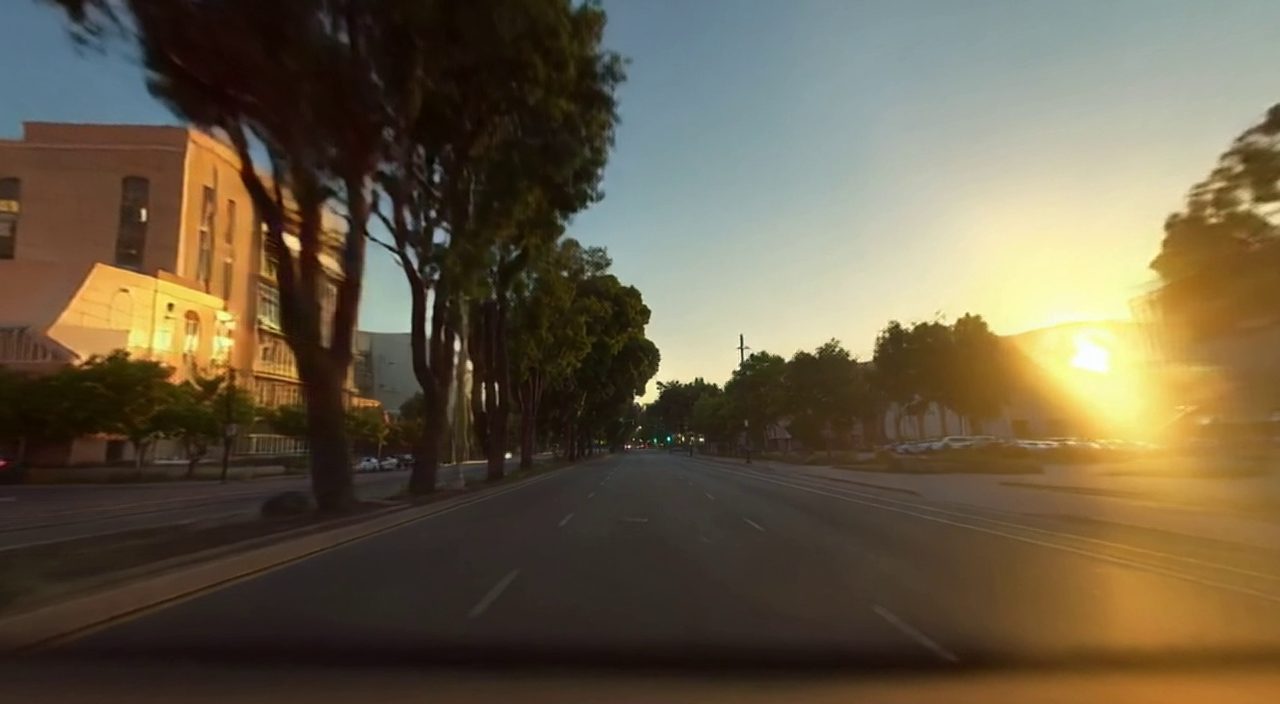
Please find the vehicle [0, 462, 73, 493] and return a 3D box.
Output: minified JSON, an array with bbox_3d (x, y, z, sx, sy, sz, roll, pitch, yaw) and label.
[{"bbox_3d":[-31.979,6.406,32.280,1.947,1.444,4.313,-1,-9,1],"label":"vehicle"}]
